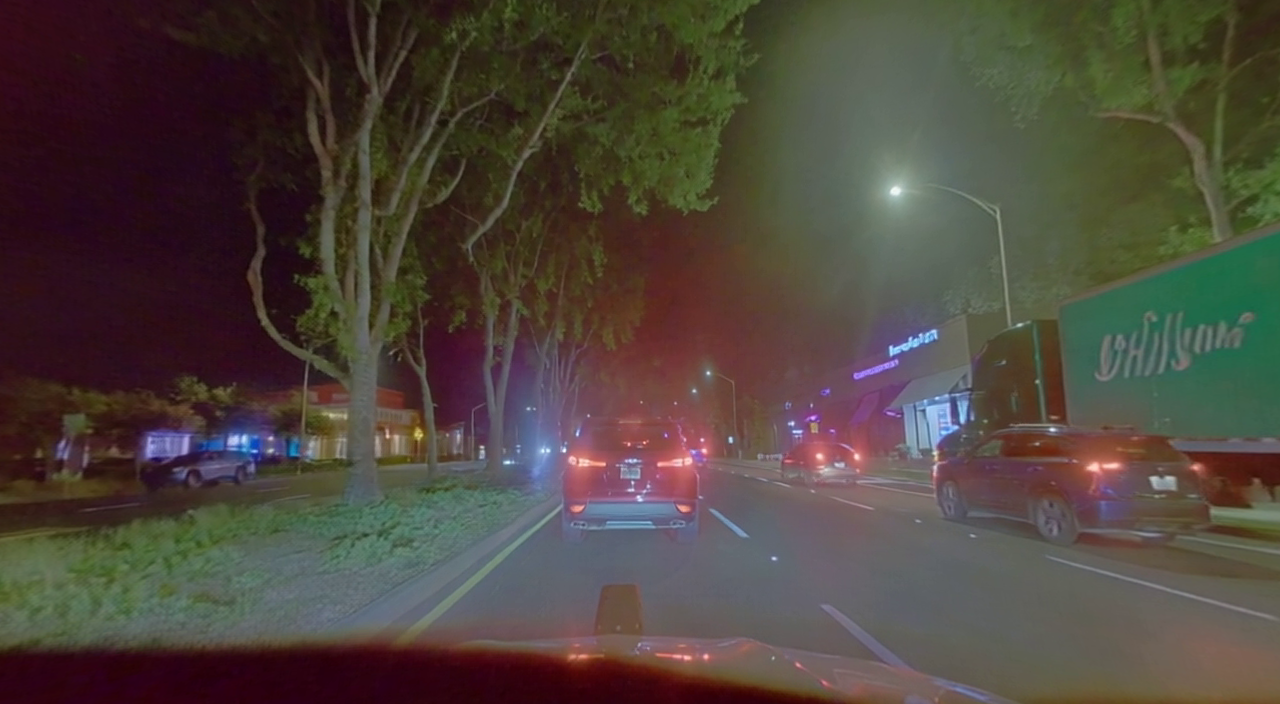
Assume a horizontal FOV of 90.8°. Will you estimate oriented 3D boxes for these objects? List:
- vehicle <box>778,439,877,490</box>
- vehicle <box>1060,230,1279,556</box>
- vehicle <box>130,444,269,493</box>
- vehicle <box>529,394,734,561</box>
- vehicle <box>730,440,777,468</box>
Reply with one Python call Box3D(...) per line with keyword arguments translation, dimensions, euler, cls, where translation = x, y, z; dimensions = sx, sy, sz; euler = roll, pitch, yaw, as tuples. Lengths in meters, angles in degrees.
Box3D(translation=(6.282, 3.805, 21.744), dimensions=(2.035, 1.553, 4.465), euler=(0, -9, 0), cls="vehicle")
Box3D(translation=(9.962, -0.132, 3.906), dimensions=(2.879, 4.284, 17.334), euler=(0, -9, 0), cls="vehicle")
Box3D(translation=(-19.281, 5.102, 28.050), dimensions=(2.302, 1.939, 5.221), euler=(0, -9, 1), cls="vehicle")
Box3D(translation=(-0.134, 1.739, 9.335), dimensions=(2.320, 1.880, 4.192), euler=(0, -9, -1), cls="vehicle")
Box3D(translation=(6.499, 5.882, 36.610), dimensions=(1.914, 1.523, 4.287), euler=(0, -9, -1), cls="vehicle")
